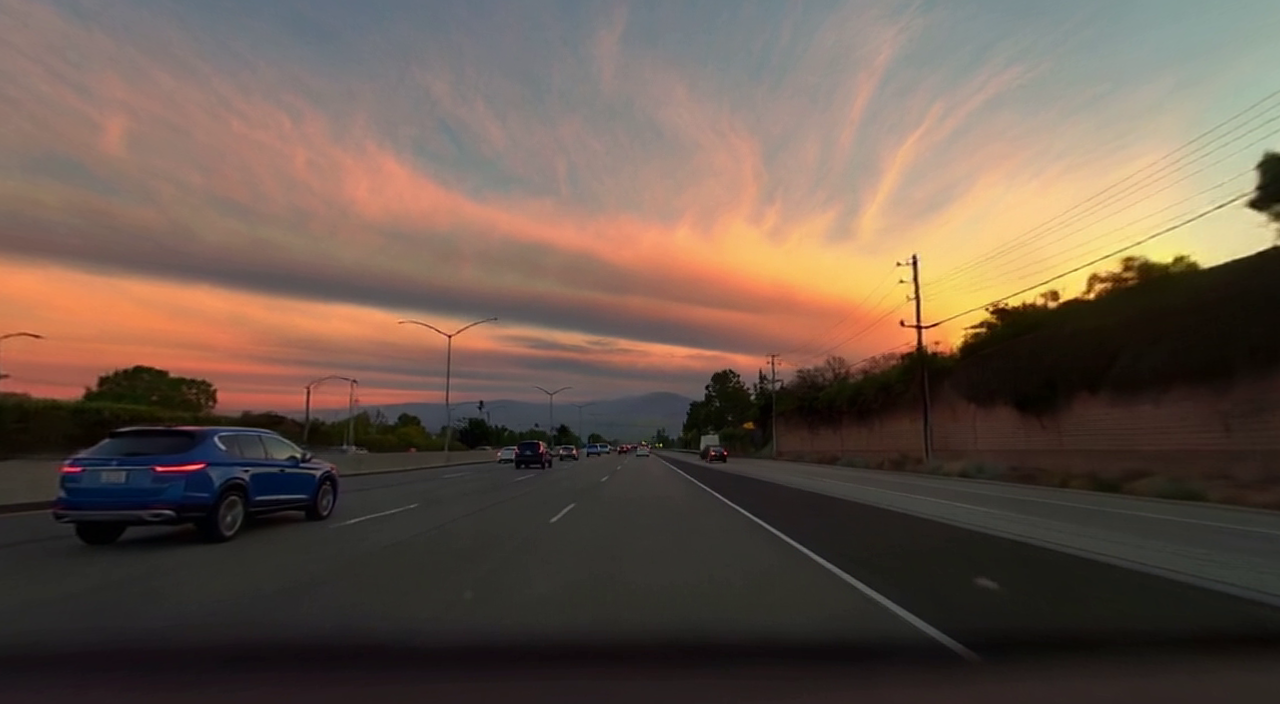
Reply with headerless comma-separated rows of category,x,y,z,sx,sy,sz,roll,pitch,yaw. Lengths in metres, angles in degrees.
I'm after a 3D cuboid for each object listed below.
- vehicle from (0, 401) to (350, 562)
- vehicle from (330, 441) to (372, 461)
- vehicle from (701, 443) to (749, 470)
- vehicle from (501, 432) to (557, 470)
vehicle,-6.357,1.731,9.080,2.058,1.698,4.567,0,-9,1
vehicle,-22.419,7.691,48.930,1.553,1.427,3.557,0,-9,0
vehicle,5.025,6.257,37.850,2.251,1.520,4.550,1,-9,-1
vehicle,-6.202,5.620,35.854,2.255,1.934,4.868,0,-9,0
